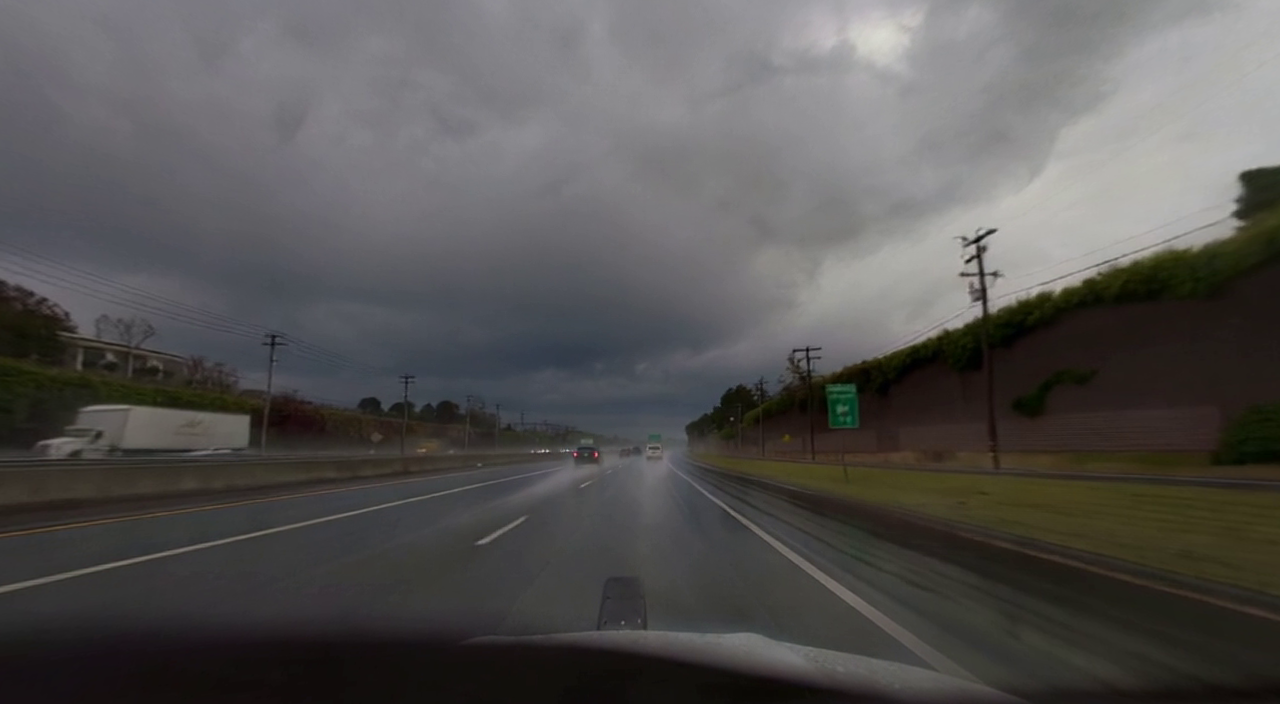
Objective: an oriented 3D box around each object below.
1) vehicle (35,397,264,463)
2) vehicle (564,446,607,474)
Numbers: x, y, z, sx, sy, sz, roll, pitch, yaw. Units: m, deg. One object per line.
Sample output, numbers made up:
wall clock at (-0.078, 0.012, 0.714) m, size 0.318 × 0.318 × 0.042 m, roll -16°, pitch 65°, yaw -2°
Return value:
vehicle at (-33.870, 5.935, 45.529) m, size 2.917 × 3.848 × 17.244 m, roll 0°, pitch -9°, yaw 0°
vehicle at (-3.463, 6.977, 41.000) m, size 2.263 × 1.696 × 4.321 m, roll 0°, pitch -9°, yaw 1°
